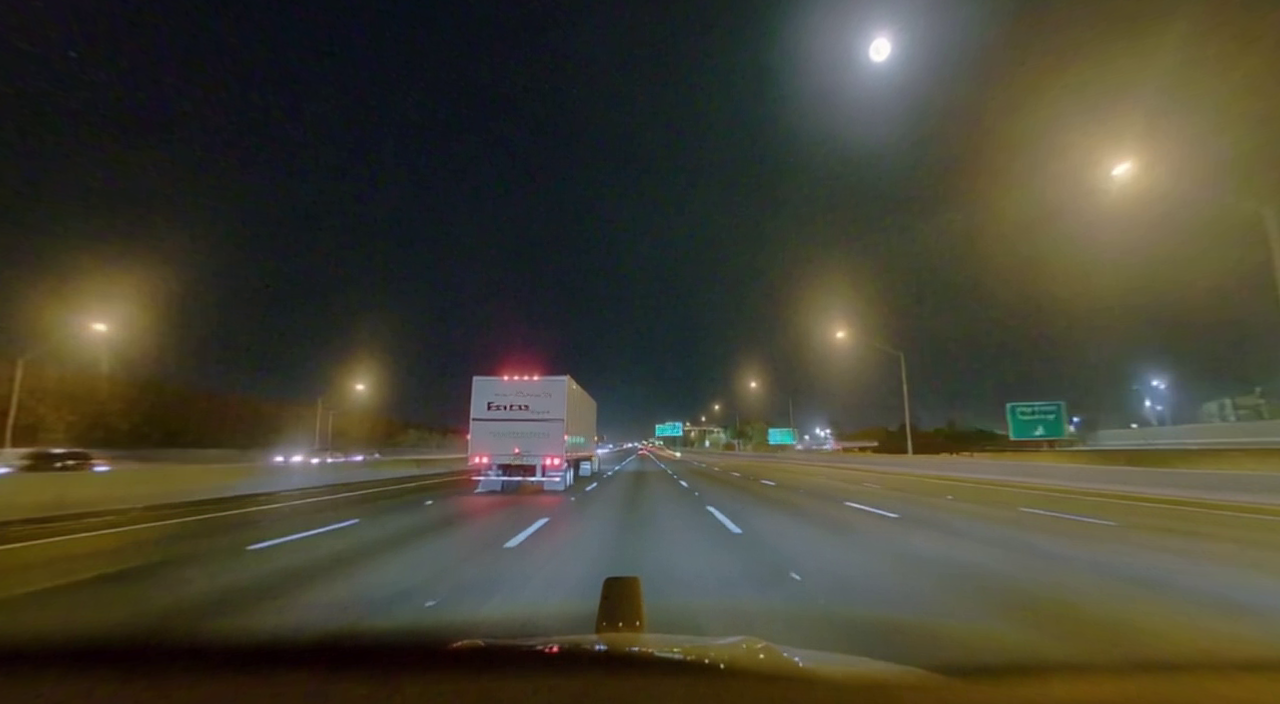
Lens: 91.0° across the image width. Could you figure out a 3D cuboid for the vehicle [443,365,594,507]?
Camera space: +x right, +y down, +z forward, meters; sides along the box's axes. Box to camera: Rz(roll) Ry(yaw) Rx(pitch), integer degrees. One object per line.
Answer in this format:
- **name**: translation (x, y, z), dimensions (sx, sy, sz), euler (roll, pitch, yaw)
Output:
- **vehicle**: translation (-3.240, 2.669, 19.532), dimensions (2.922, 3.458, 8.360), euler (0, -9, 0)
